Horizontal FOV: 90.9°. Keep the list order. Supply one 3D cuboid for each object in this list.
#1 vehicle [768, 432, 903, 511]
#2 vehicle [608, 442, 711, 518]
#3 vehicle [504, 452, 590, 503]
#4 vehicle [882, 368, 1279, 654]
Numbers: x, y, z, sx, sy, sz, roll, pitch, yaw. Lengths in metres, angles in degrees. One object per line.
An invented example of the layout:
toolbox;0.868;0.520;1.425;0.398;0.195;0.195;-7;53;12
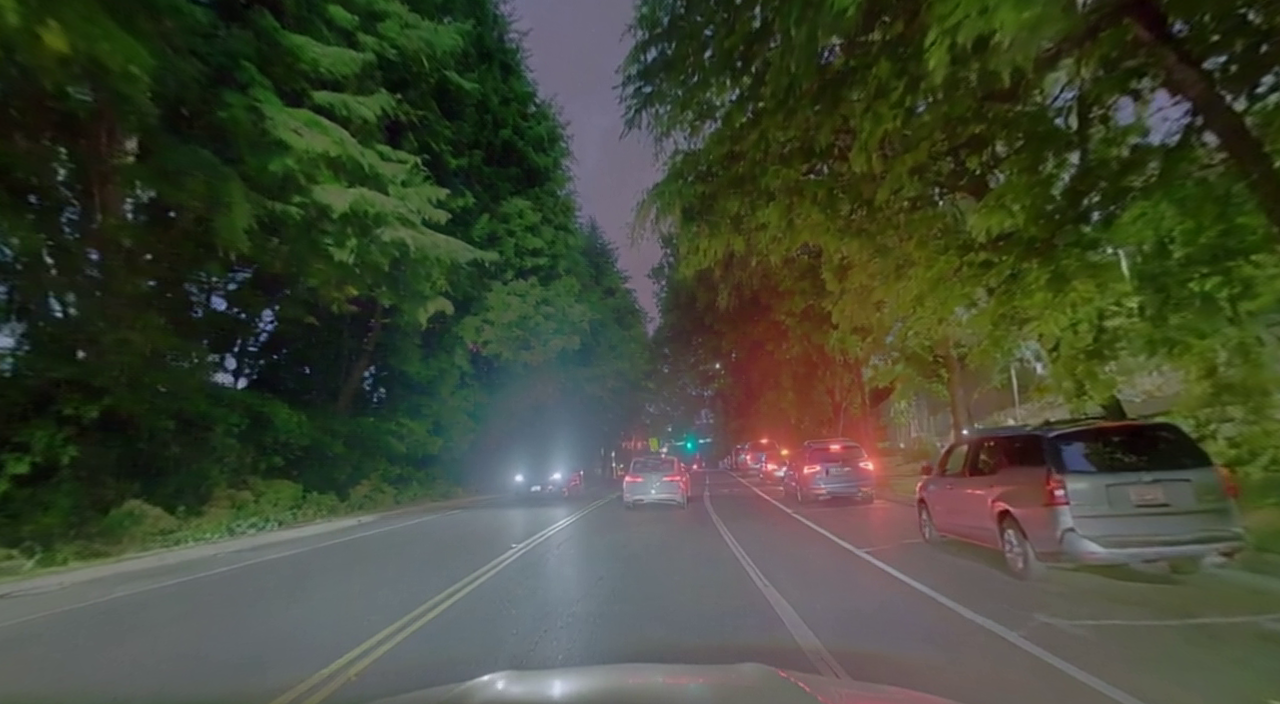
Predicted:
vehicle;4.581;2.861;15.629;1.957;1.629;4.609;0;-8;1
vehicle;0.468;2.905;14.868;2.078;1.521;4.058;0;-8;2
vehicle;-3.167;4.369;22.384;2.087;1.449;4.575;-3;-9;4
vehicle;4.284;1.339;6.407;1.968;1.783;4.826;0;-8;3
